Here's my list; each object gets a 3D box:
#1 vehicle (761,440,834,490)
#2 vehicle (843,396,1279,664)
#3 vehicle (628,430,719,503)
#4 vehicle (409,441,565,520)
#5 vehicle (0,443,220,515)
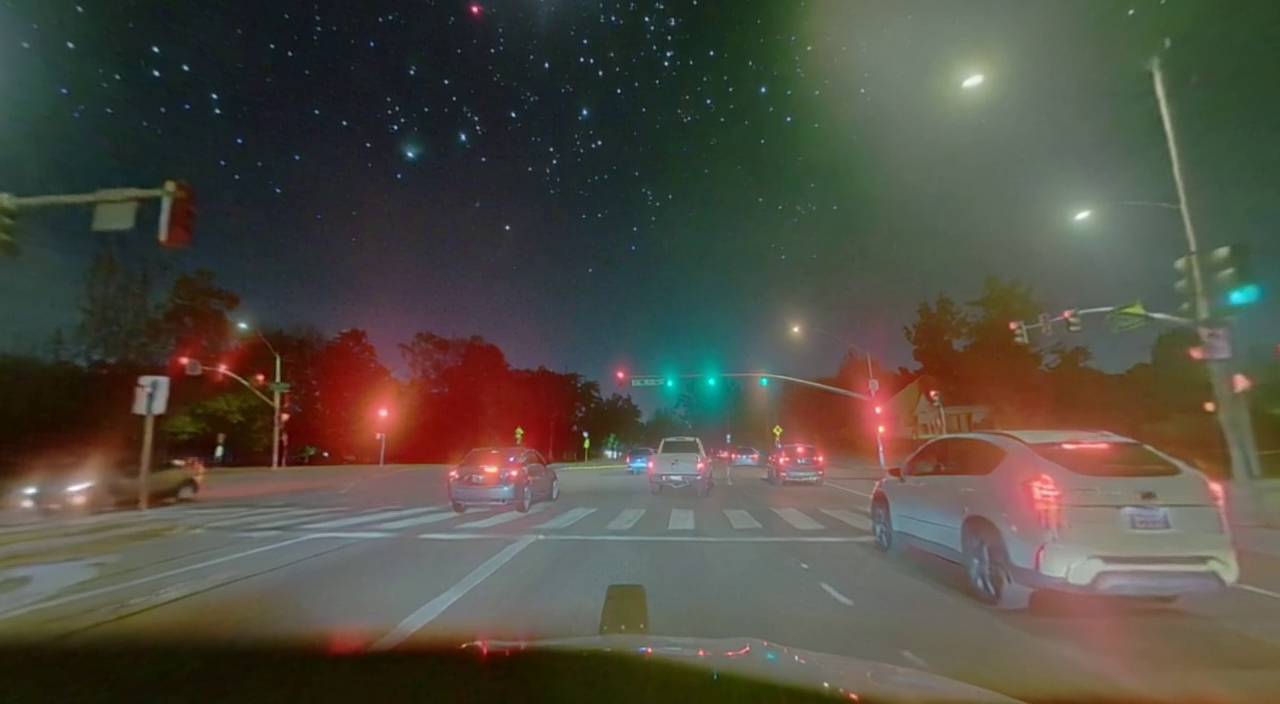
[{"bbox_3d":[5.257,3.809,21.457,1.859,1.540,3.454,-1,-9,5],"label":"vehicle"},{"bbox_3d":[3.769,1.448,6.276,2.106,1.636,4.655,-1,-9,2],"label":"vehicle"},{"bbox_3d":[1.042,3.179,17.910,2.250,1.768,4.574,-1,-9,5],"label":"vehicle"},{"bbox_3d":[-3.152,2.756,14.156,2.006,1.464,4.586,-1,-9,5],"label":"vehicle"},{"bbox_3d":[-14.396,3.346,16.979,4.578,1.759,1.996,2,-9,-14],"label":"vehicle"}]
